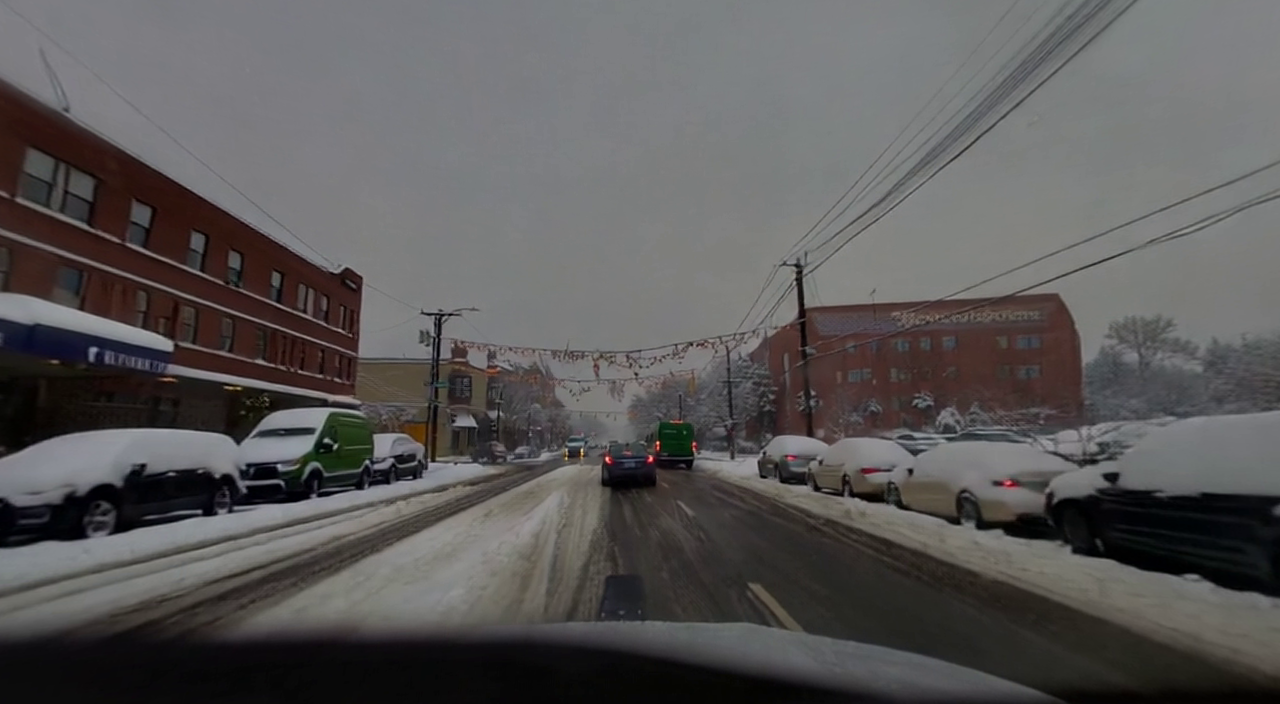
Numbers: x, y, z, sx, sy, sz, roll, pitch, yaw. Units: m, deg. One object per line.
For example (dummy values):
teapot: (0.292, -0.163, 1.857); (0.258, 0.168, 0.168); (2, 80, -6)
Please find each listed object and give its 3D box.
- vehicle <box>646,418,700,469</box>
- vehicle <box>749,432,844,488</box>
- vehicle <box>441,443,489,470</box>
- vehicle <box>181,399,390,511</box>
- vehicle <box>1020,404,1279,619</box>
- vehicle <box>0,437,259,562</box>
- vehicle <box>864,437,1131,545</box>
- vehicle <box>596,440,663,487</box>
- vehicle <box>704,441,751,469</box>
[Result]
vehicle: (1.727, 5.128, 35.375); (2.649, 2.583, 5.800); (0, -8, -1)
vehicle: (5.481, 3.852, 22.940); (2.079, 1.788, 4.974); (0, -8, -1)
vehicle: (-10.900, 6.512, 39.633); (1.962, 1.529, 4.109); (1, -8, -2)
vehicle: (-9.858, 2.939, 18.454); (2.724, 2.739, 5.663); (0, -8, 0)
vehicle: (6.045, 1.434, 6.181); (1.876, 1.692, 4.492); (0, -8, 1)
vehicle: (-9.855, 2.467, 11.634); (2.256, 1.722, 5.644); (0, -8, -2)
vehicle: (5.752, 2.251, 10.998); (2.012, 1.470, 4.394); (0, -8, -1)
vehicle: (-0.411, 3.813, 22.035); (2.112, 1.464, 4.411); (0, -8, -2)
vehicle: (4.953, 5.877, 36.277); (1.824, 1.481, 4.057); (1, -8, -5)
